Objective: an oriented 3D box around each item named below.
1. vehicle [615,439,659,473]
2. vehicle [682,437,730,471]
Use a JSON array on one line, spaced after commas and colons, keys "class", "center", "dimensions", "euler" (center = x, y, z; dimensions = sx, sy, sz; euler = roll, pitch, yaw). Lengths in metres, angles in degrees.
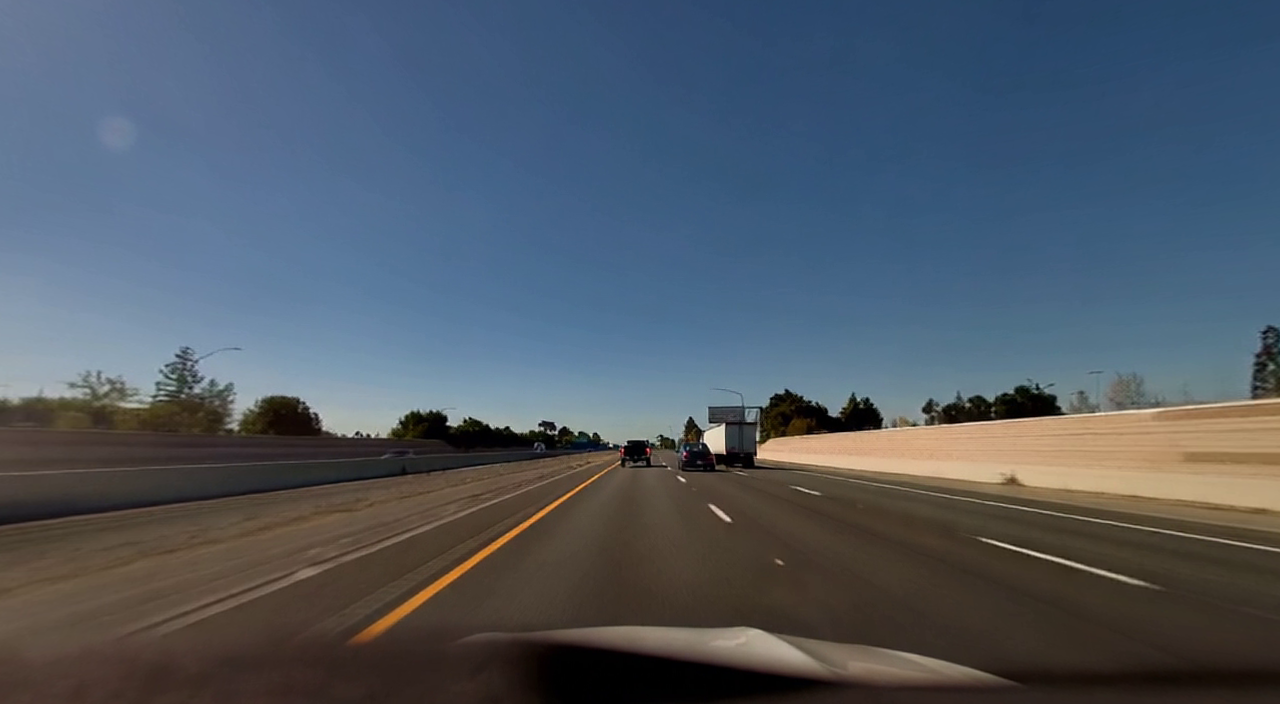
[{"class": "vehicle", "center": [-0.131, 5.404, 32.861], "dimensions": [2.142, 1.664, 4.076], "euler": [0, -9, 1]}, {"class": "vehicle", "center": [3.743, 5.915, 36.695], "dimensions": [2.269, 1.839, 4.554], "euler": [0, -9, -1]}]
